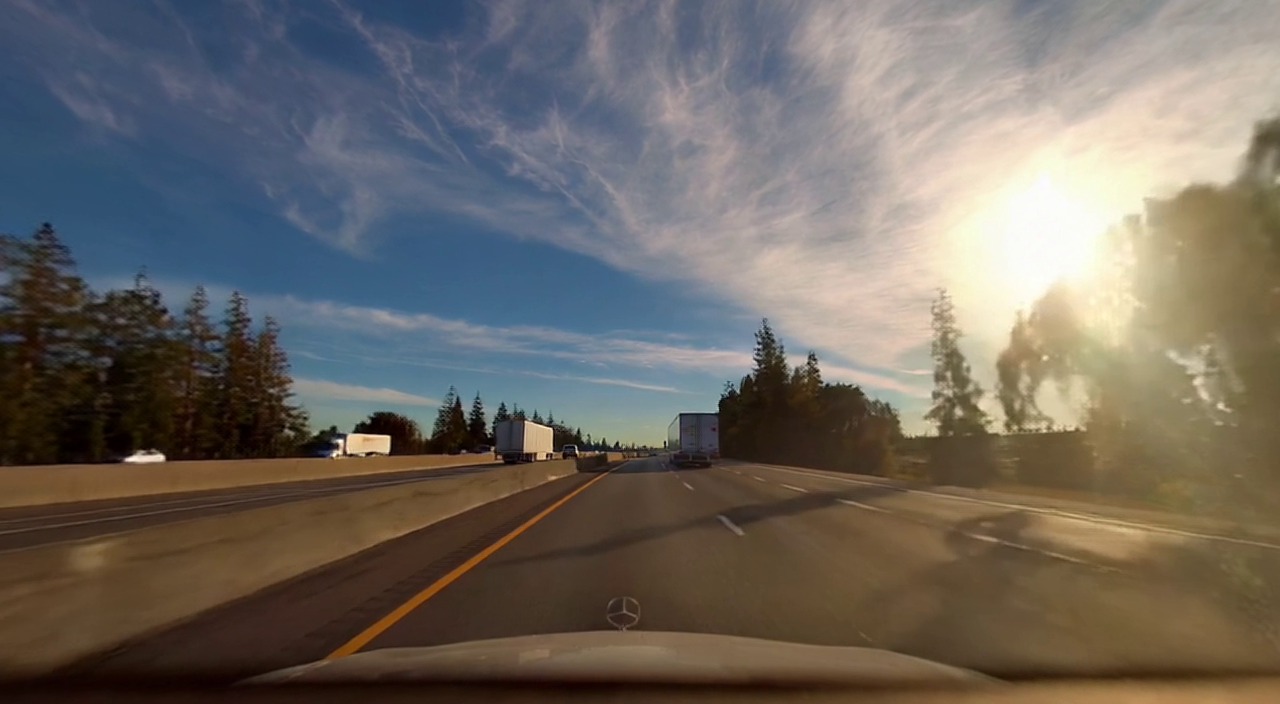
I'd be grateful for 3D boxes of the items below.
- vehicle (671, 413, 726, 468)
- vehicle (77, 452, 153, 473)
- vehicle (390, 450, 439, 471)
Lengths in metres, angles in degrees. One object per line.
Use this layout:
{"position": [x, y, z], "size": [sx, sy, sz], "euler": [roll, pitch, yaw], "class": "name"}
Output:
{"position": [4.224, 6.956, 48.847], "size": [2.928, 3.595, 13.975], "euler": [0, -9, 0], "class": "vehicle"}
{"position": [-39.658, 8.319, 47.770], "size": [1.771, 1.472, 4.427], "euler": [-1, -9, 3], "class": "vehicle"}
{"position": [-16.230, 7.807, 45.563], "size": [1.833, 1.438, 4.011], "euler": [-1, -9, 4], "class": "vehicle"}
